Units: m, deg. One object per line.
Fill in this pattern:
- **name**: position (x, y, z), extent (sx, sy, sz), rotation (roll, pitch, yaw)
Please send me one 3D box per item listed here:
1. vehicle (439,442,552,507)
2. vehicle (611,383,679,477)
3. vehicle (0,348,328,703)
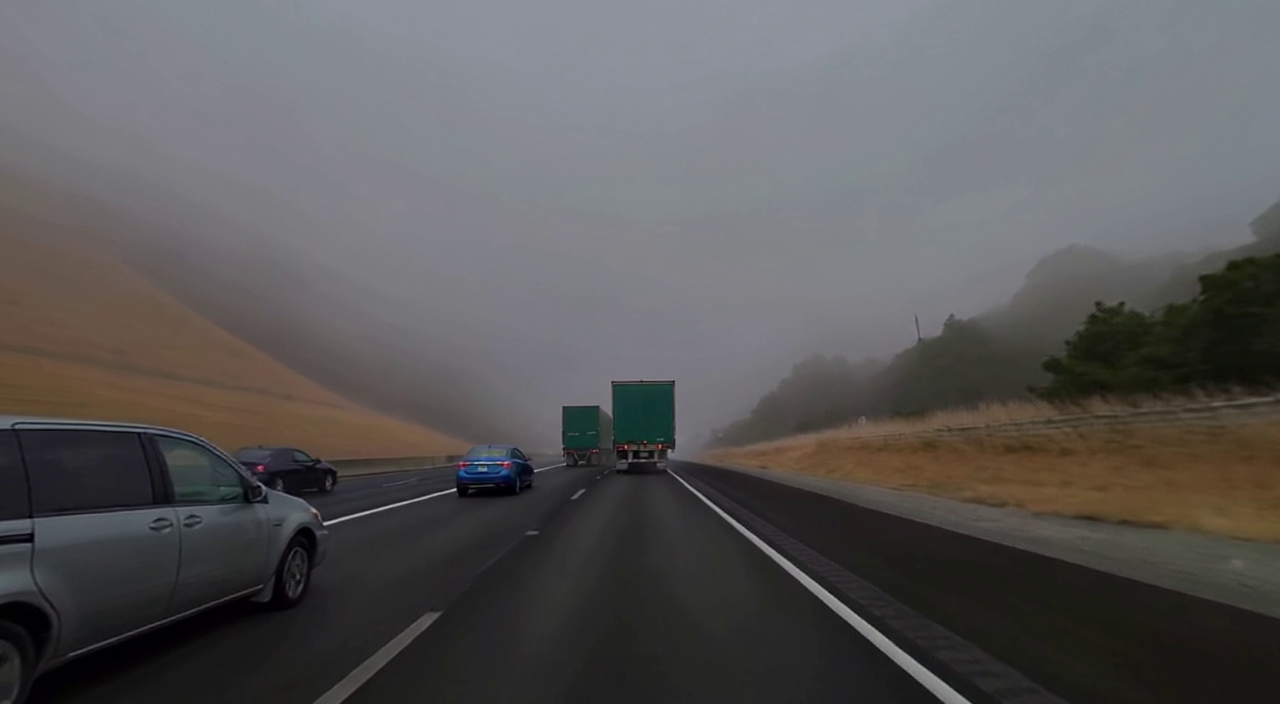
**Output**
- **vehicle**: position (-3.610, 3.127, 16.630), extent (1.950, 1.446, 4.224), rotation (0, -8, 0)
- **vehicle**: position (0.312, 4.125, 32.388), extent (2.913, 3.988, 10.874), rotation (-1, -8, 1)
- **vehicle**: position (-3.906, 0.949, 3.206), extent (2.136, 1.779, 4.875), rotation (0, -8, 0)
